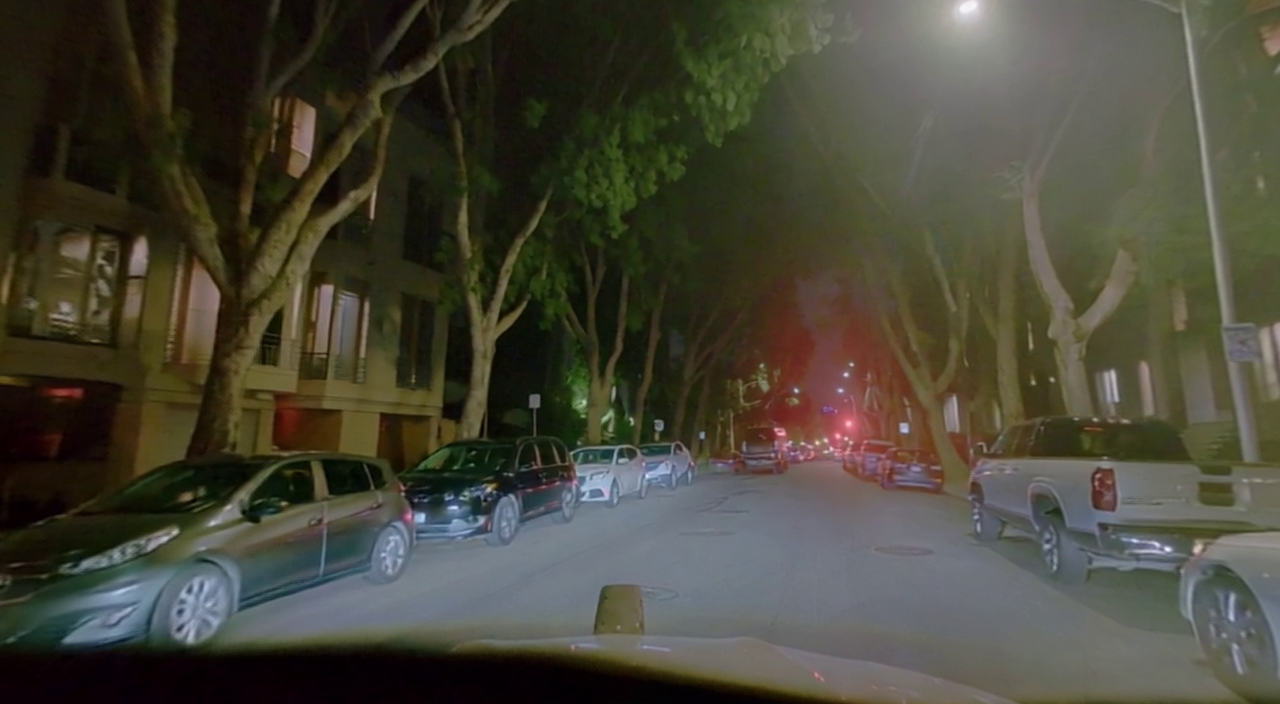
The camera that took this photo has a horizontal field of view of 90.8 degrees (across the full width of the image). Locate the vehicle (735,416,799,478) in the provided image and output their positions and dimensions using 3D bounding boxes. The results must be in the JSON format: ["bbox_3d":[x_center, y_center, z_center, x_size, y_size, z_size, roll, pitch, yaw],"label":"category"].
[{"bbox_3d":[6.871,5.019,33.511,2.716,2.887,6.781,-2,-8,16],"label":"vehicle"}]

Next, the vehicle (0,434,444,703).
[{"bbox_3d":[-3.817,1.556,5.801,1.855,1.510,4.406,-2,-9,13],"label":"vehicle"}]

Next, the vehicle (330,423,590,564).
[{"bbox_3d":[-2.644,2.239,10.941,2.203,1.815,4.972,-2,-9,12],"label":"vehicle"}]

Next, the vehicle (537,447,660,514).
[{"bbox_3d":[-0.903,3.311,16.957,1.861,1.474,4.749,-2,-9,15],"label":"vehicle"}]

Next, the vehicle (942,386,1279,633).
[{"bbox_3d":[5.320,1.562,7.317,2.182,1.900,4.779,-2,-9,13],"label":"vehicle"}]

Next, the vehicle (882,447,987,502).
[{"bbox_3d":[8.804,3.643,19.315,1.813,1.468,4.267,-1,-9,10],"label":"vehicle"}]

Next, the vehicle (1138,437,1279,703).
[{"bbox_3d":[4.116,1.013,2.145,1.992,1.456,4.610,-2,-9,14],"label":"vehicle"}]
